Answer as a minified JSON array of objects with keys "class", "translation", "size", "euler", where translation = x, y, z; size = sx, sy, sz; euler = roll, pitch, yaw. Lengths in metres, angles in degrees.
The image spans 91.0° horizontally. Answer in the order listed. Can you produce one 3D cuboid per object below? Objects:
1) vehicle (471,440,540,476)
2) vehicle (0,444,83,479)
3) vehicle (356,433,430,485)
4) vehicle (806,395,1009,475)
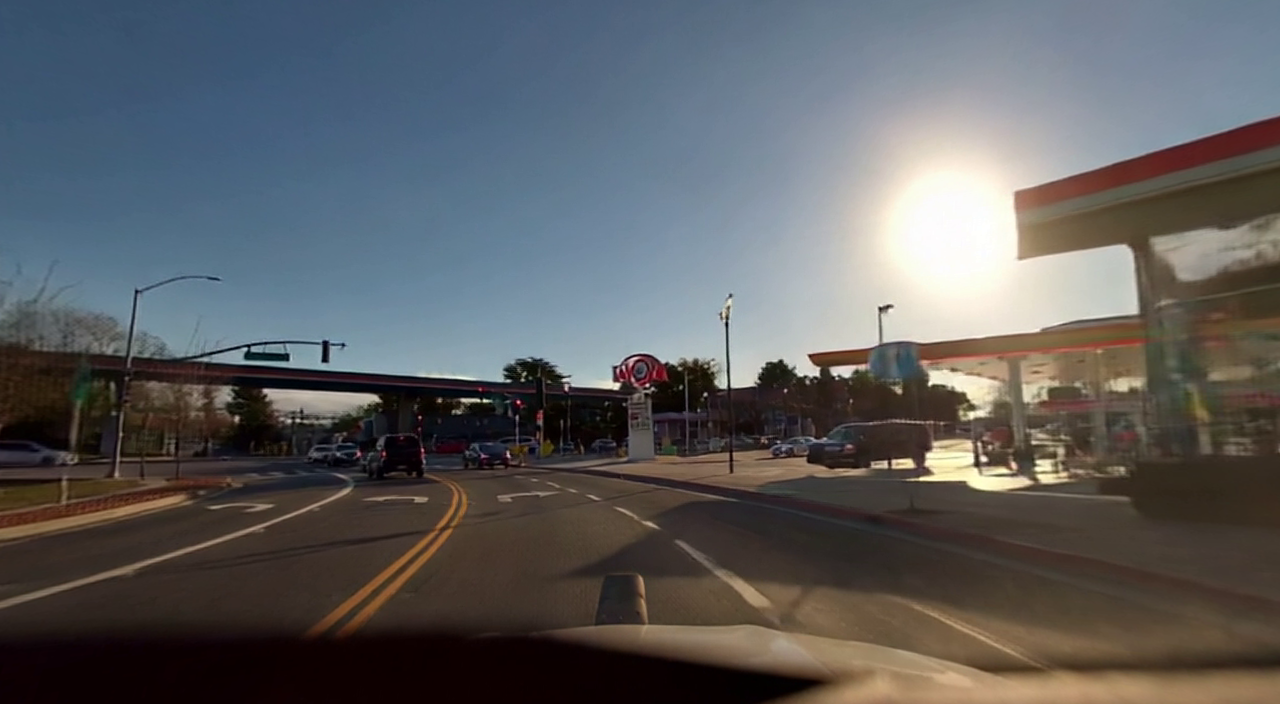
[{"class":"vehicle","translation":[-7.633,5.894,35.375],"size":[2.202,1.822,4.826],"euler":[6,-10,-32]},{"class":"vehicle","translation":[-32.408,5.707,32.922],"size":[4.632,1.757,2.073],"euler":[7,-11,-37]},{"class":"vehicle","translation":[-10.614,4.499,26.836],"size":[2.254,2.006,4.766],"euler":[5,-10,-28]},{"class":"vehicle","translation":[11.764,3.798,28.346],"size":[7.741,3.106,2.906],"euler":[-8,-11,42]}]
